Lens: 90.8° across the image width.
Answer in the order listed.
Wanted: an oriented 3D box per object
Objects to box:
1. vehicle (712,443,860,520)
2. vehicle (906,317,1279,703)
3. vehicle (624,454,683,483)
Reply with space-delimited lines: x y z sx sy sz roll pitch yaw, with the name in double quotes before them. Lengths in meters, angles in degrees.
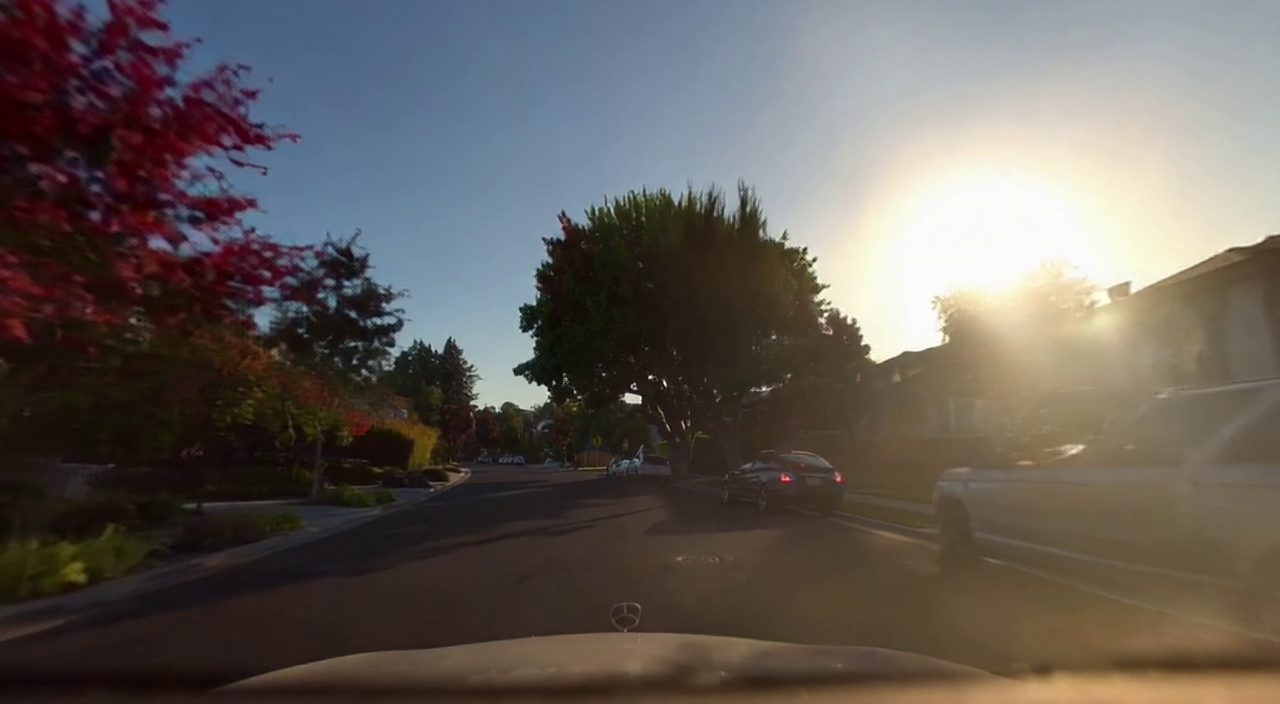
"vehicle" 3.772 3.441 17.522 2.111 1.771 4.942 1 -9 -11
"vehicle" 4.900 1.109 4.765 2.788 2.227 6.194 0 -9 -3
"vehicle" 0.718 6.746 37.004 2.193 1.504 4.576 2 -9 -16
